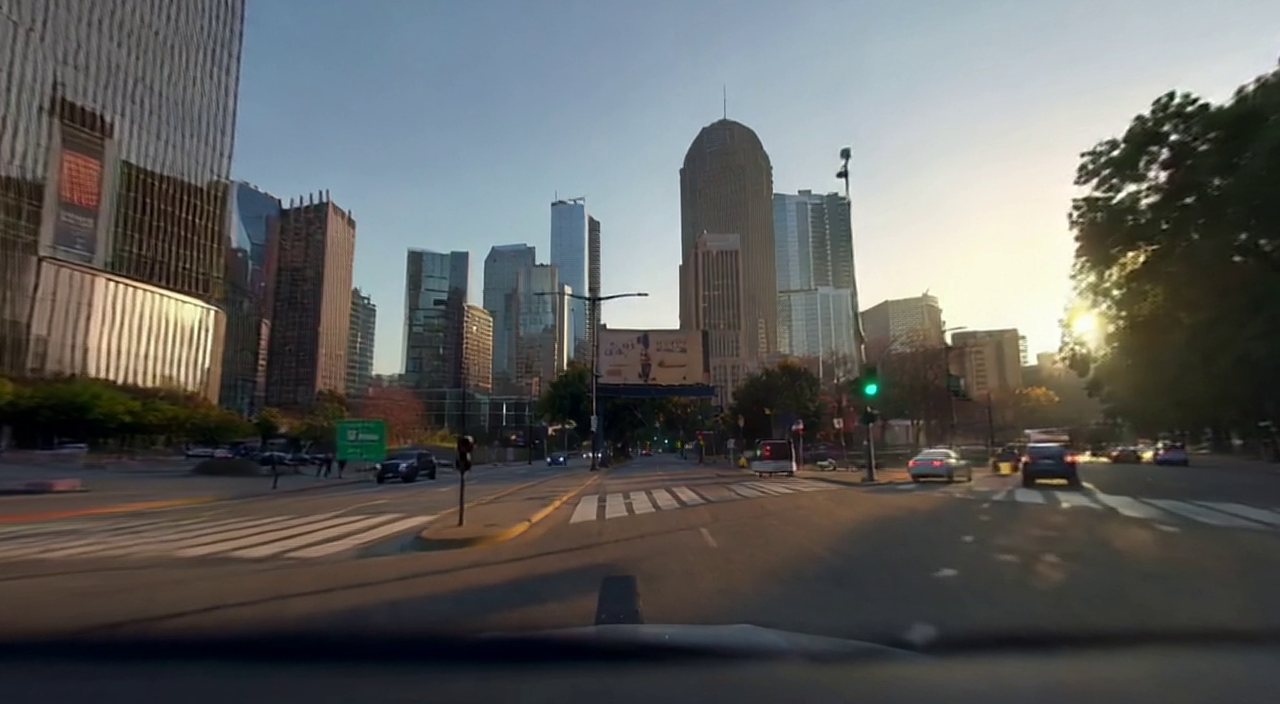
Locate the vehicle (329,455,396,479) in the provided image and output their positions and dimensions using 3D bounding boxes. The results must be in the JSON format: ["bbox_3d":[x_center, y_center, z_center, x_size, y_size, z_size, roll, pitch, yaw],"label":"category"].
[{"bbox_3d":[-18.369,7.627,42.067,2.448,1.407,4.308,1,-8,1],"label":"vehicle"}]

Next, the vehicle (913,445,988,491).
[{"bbox_3d":[11.948,4.341,24.109,2.023,1.527,5.016,-6,-10,31],"label":"vehicle"}]

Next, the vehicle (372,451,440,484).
[{"bbox_3d":[-13.345,6.572,36.329,1.979,1.727,4.489,-1,-9,3],"label":"vehicle"}]

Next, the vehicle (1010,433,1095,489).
[{"bbox_3d":[15.111,3.967,23.353,2.232,1.814,5.285,-5,-10,31],"label":"vehicle"}]

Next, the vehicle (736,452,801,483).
[{"bbox_3d":[6.817,6.179,34.084,2.675,1.452,4.213,-1,-9,2],"label":"vehicle"}]
